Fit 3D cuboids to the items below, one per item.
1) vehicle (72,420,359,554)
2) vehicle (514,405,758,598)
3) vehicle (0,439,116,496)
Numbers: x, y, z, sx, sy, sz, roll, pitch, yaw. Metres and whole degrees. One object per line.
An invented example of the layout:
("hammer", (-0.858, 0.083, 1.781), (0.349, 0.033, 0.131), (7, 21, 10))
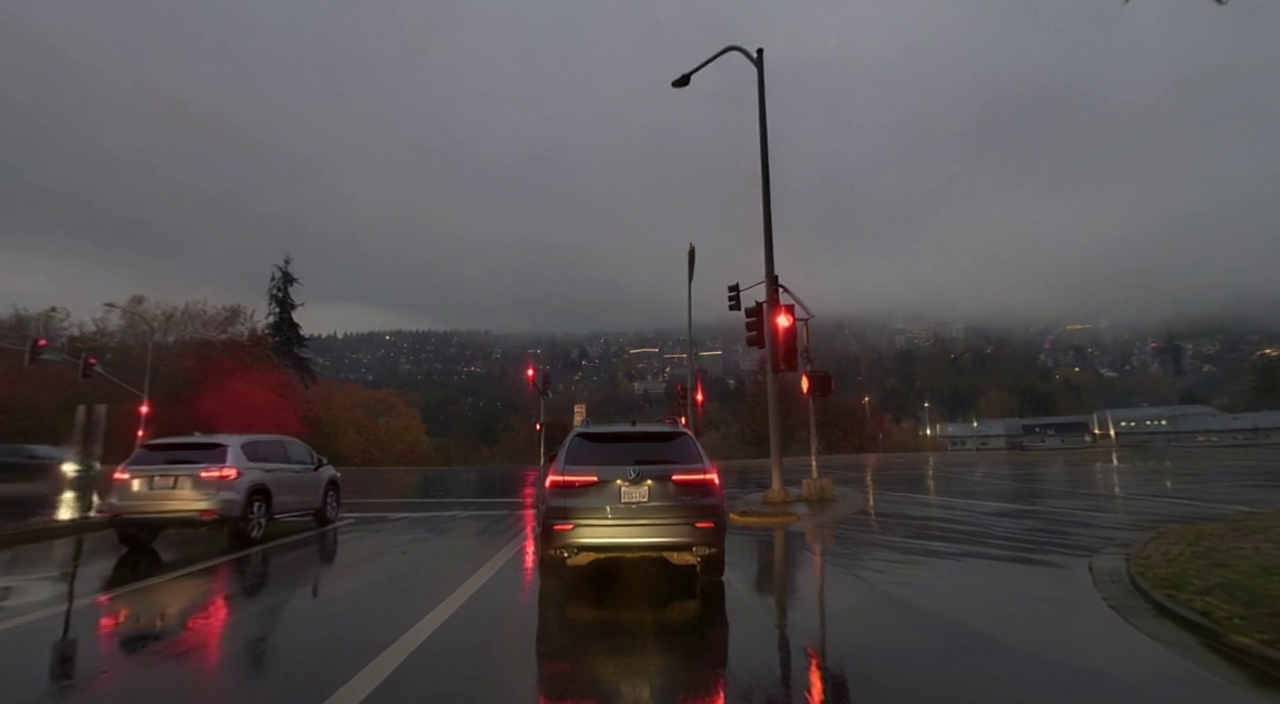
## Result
("vehicle", (-6.428, 2.058, 10.295), (2.020, 1.695, 4.187), (1, -9, -5))
("vehicle", (-0.184, 1.628, 7.699), (2.154, 1.670, 4.140), (1, -9, -5))
("vehicle", (-21.877, 3.975, 21.941), (5.623, 1.843, 2.147), (-1, -9, 8))
